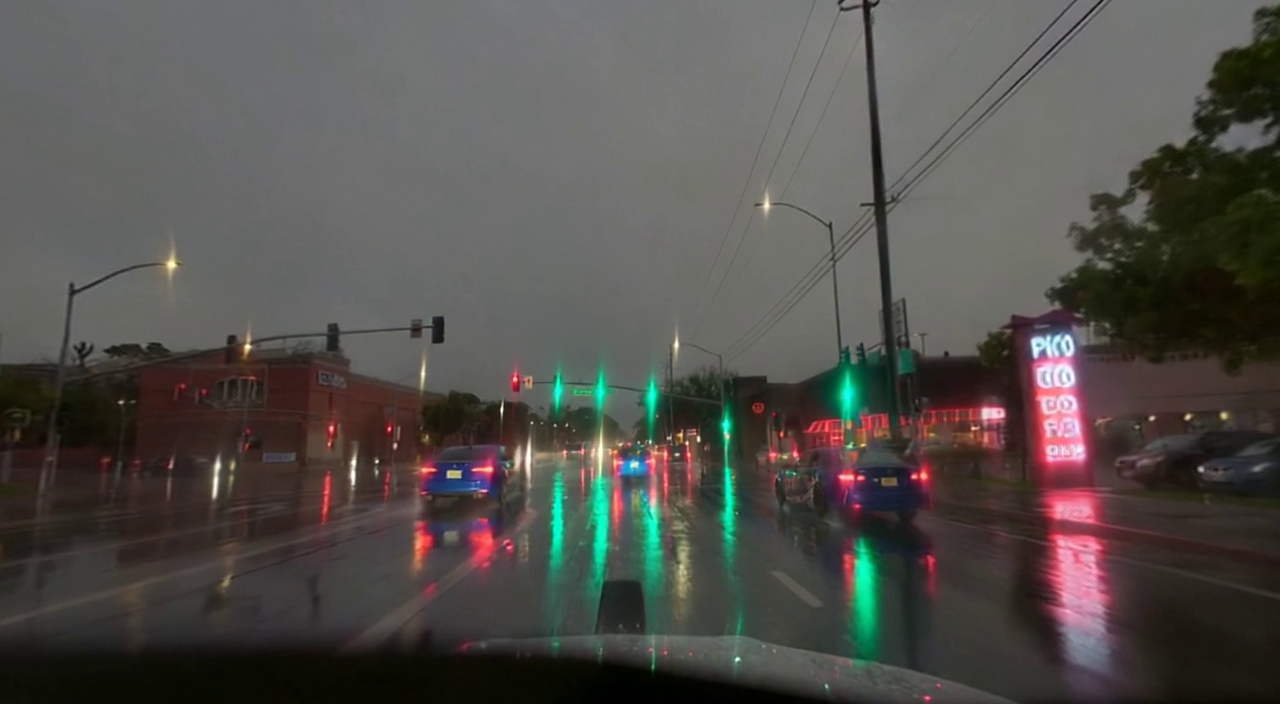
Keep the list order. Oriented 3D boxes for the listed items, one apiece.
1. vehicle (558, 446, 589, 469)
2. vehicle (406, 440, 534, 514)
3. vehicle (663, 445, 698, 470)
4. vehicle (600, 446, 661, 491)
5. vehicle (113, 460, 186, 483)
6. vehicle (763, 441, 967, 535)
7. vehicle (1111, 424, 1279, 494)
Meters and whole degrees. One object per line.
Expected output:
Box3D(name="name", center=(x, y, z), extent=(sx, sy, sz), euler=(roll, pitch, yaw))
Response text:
Box3D(name="vehicle", center=(-5.017, 8.025, 48.240), extent=(1.932, 1.606, 4.157), euler=(0, -8, -1))
Box3D(name="vehicle", center=(-4.073, 3.049, 16.045), extent=(2.035, 1.564, 4.702), euler=(0, -8, -1))
Box3D(name="vehicle", center=(2.777, 7.371, 44.262), extent=(1.986, 1.660, 4.006), euler=(0, -8, -3))
Box3D(name="vehicle", center=(-0.379, 4.293, 23.682), extent=(2.072, 1.473, 4.139), euler=(0, -8, -2))
Box3D(name="vehicle", center=(-37.892, 9.207, 48.855), extent=(3.931, 1.653, 2.134), euler=(-1, -9, 6))
Box3D(name="vehicle", center=(4.123, 2.565, 12.703), extent=(2.119, 1.479, 4.910), euler=(0, -8, -3))
Box3D(name="vehicle", center=(15.842, 2.806, 16.796), extent=(4.941, 1.697, 2.128), euler=(0, -8, -3))
